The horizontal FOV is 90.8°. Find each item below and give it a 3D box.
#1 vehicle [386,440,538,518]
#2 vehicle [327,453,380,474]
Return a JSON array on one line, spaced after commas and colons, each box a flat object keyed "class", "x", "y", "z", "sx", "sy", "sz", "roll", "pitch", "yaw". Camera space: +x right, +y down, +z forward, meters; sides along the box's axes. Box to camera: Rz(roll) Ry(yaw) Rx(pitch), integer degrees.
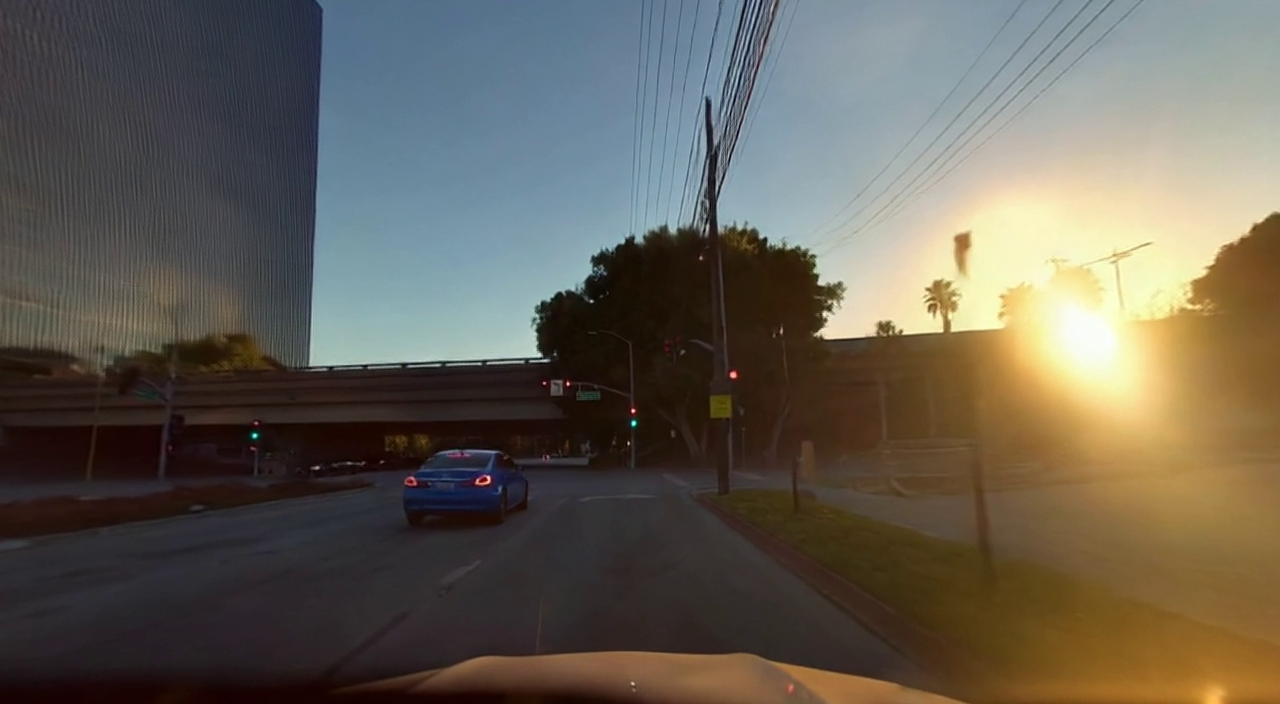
[{"class": "vehicle", "x": -3.774, "y": 2.798, "z": 14.402, "sx": 2.154, "sy": 1.465, "sz": 4.532, "roll": 0, "pitch": -9, "yaw": 0}, {"class": "vehicle", "x": -21.997, "y": 8.587, "z": 48.725, "sx": 2.051, "sy": 1.498, "sz": 4.337, "roll": 0, "pitch": -9, "yaw": -1}]
